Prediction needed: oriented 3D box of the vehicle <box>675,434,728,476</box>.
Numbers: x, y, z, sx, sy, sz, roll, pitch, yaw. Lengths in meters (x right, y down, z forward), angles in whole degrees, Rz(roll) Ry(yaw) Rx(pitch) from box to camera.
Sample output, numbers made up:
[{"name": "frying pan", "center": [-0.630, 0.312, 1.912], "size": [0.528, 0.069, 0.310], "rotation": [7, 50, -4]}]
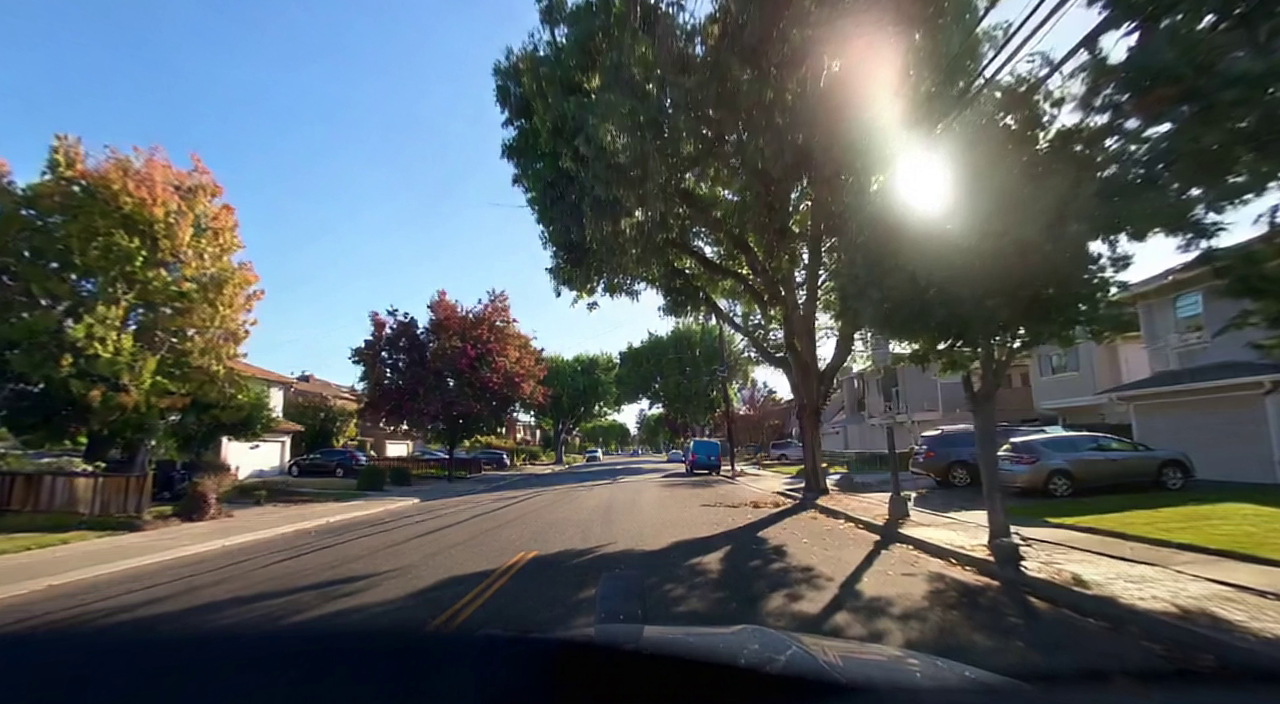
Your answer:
[{"name": "vehicle", "center": [3.240, 5.595, 34.535], "size": [2.311, 2.069, 5.156], "rotation": [0, -9, -1]}]

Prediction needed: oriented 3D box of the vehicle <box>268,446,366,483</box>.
[{"name": "vehicle", "center": [-18.131, 6.302, 35.631], "size": [4.414, 1.731, 2.008], "rotation": [-2, -7, -4]}]

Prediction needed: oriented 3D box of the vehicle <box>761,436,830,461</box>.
[{"name": "vehicle", "center": [11.465, 7.178, 46.872], "size": [4.602, 1.799, 1.859], "rotation": [0, -9, 0]}]

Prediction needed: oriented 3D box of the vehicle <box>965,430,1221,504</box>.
[{"name": "vehicle", "center": [9.894, 2.528, 14.103], "size": [4.125, 1.461, 1.984], "rotation": [-1, -8, 2]}]
